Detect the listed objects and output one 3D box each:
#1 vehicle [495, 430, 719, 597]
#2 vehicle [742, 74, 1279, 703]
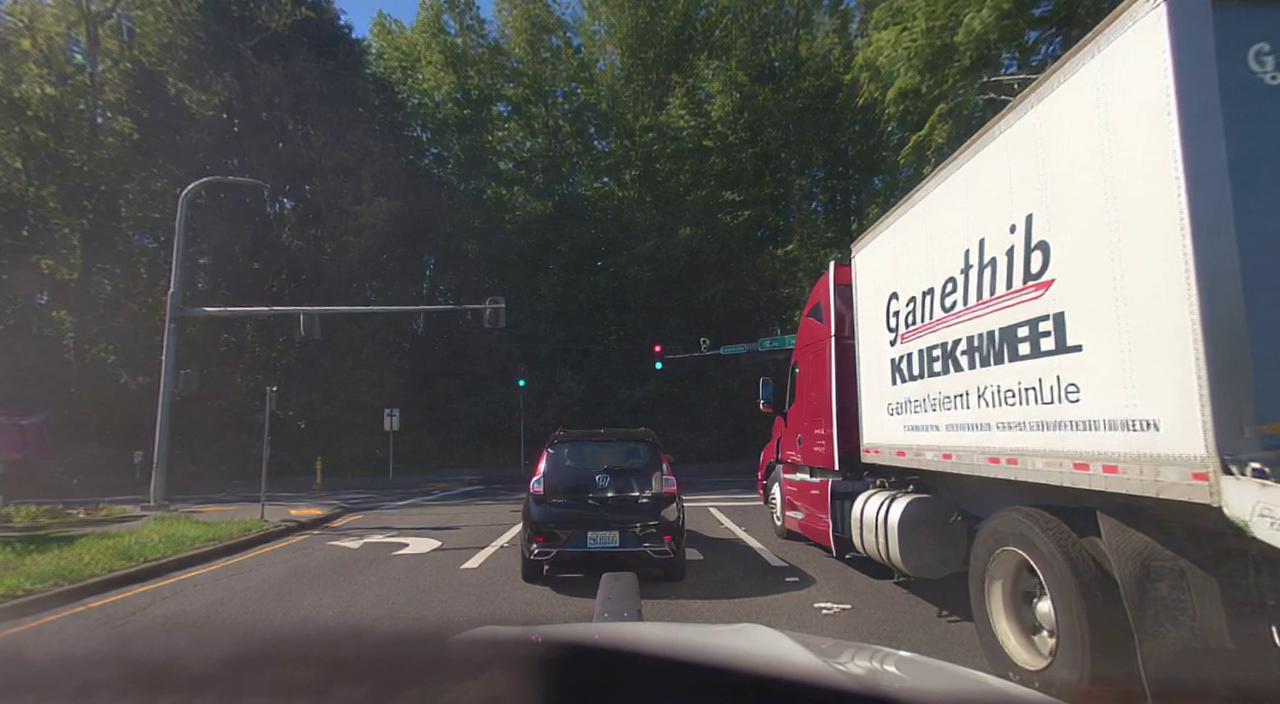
[{"bbox_3d":[-0.327,1.711,7.426,1.975,1.457,3.526,0,-9,-1],"label":"vehicle"},{"bbox_3d":[3.522,0.845,8.545,2.884,3.753,9.763,0,-9,1],"label":"vehicle"}]
